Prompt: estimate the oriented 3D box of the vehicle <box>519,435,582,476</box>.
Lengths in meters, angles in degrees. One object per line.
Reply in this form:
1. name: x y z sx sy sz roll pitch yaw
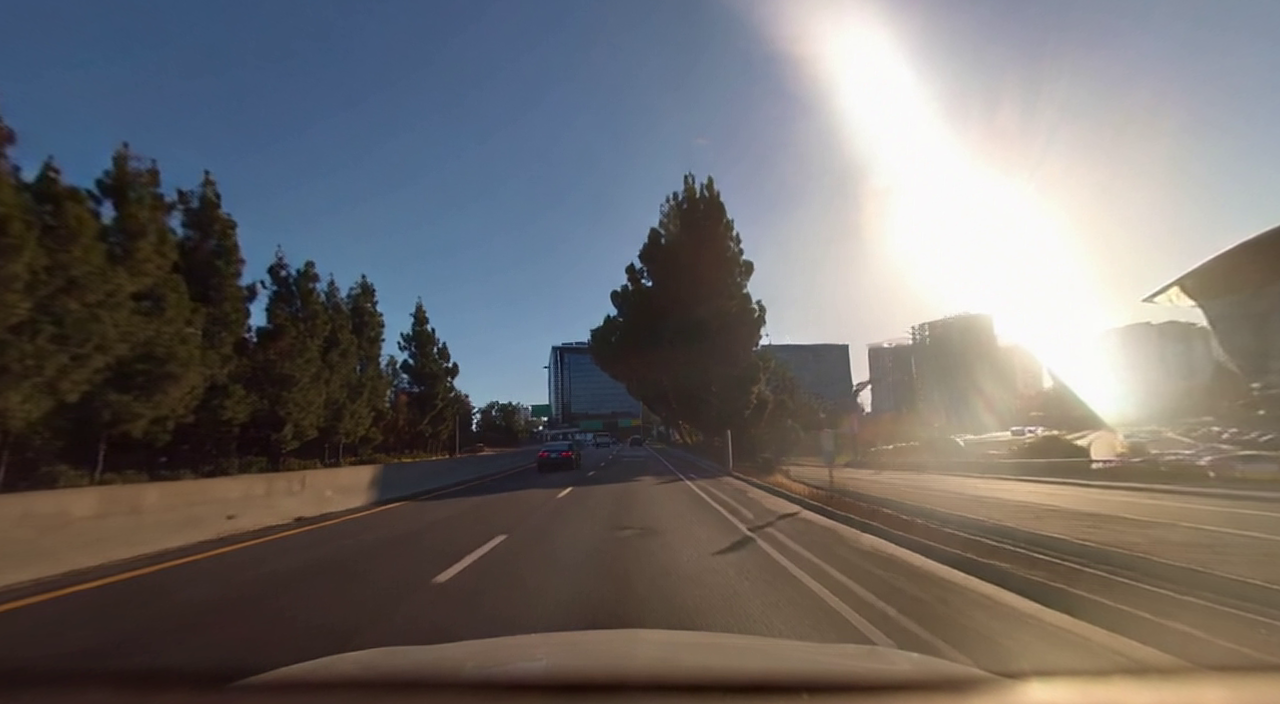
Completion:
1. vehicle: -3.662 4.329 26.727 1.984 1.521 4.682 -1 -8 0
